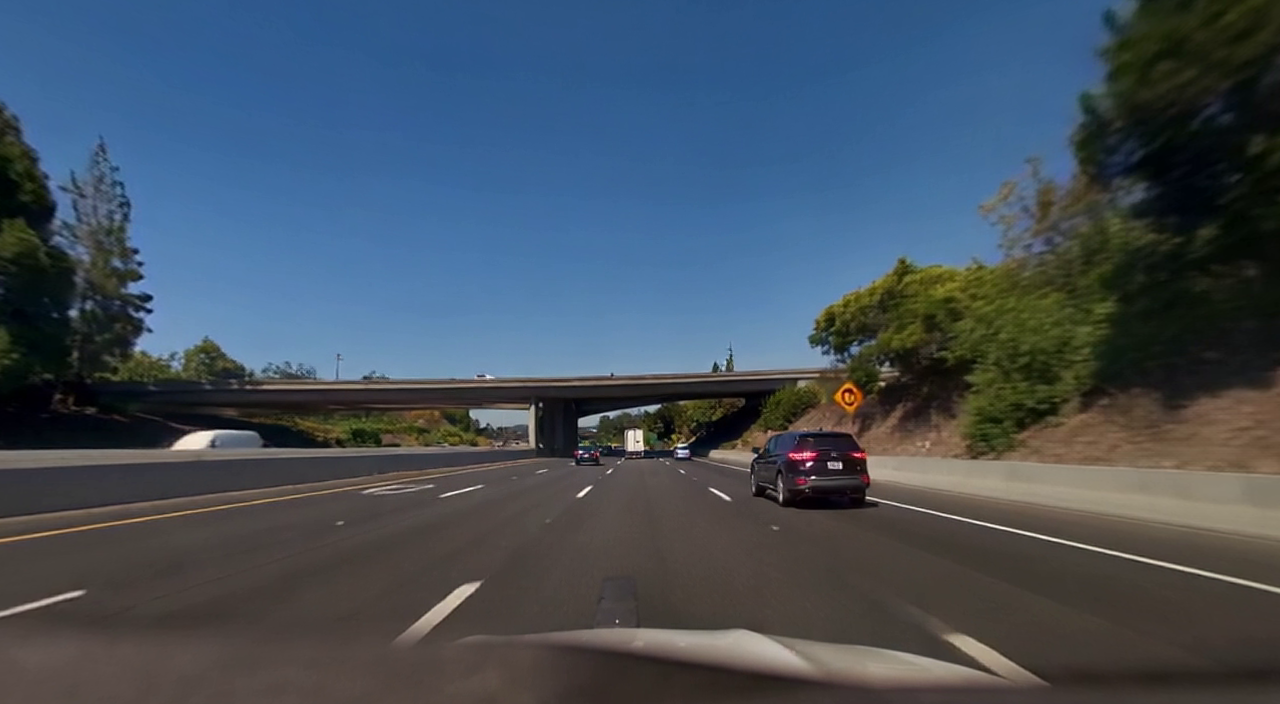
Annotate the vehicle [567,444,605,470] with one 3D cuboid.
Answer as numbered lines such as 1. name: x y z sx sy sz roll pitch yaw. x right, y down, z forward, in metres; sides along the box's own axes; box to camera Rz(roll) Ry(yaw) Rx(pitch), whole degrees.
1. vehicle: -3.388 6.657 40.345 2.037 1.514 4.335 -1 -9 0
